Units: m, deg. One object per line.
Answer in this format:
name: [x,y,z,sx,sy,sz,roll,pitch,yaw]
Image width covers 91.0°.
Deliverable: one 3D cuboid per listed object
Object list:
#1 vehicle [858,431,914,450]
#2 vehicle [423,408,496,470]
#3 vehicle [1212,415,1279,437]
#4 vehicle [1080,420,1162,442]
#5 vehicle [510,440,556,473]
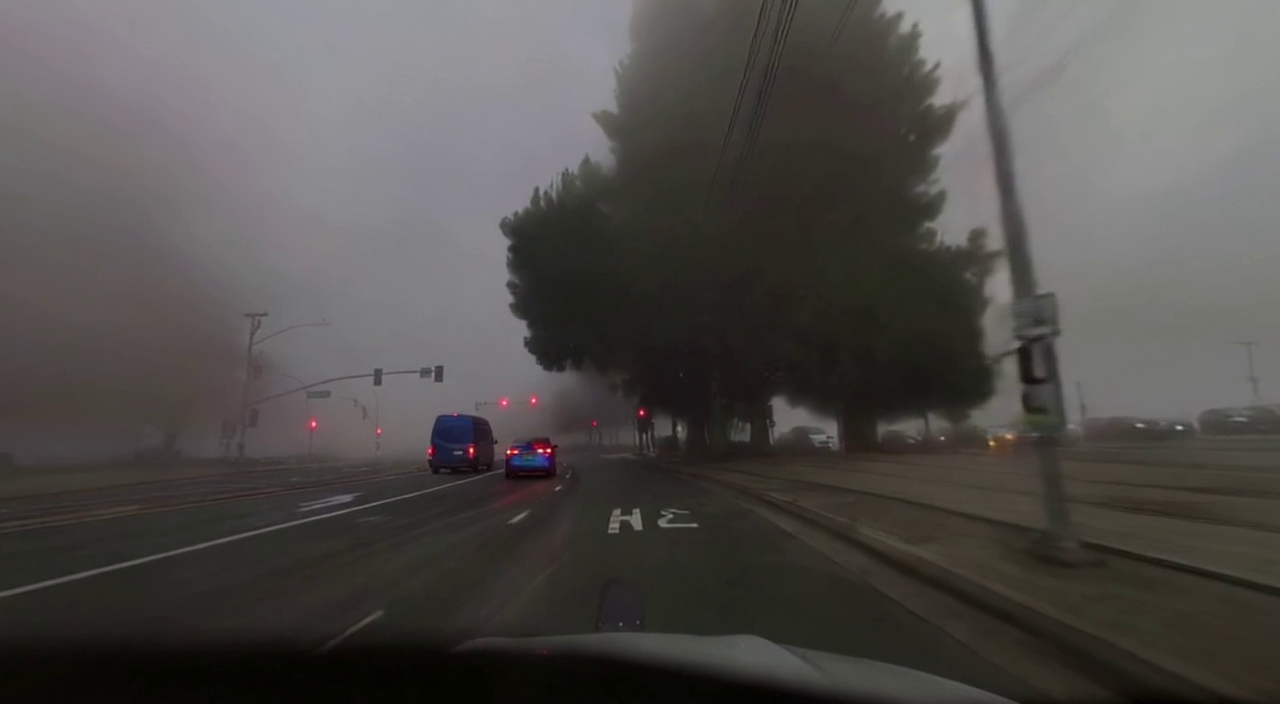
vehicle: [19.391,6.993,49.628,3.718,1.480,1.981,4,-9,-21]
vehicle: [-9.397,4.670,33.504,2.461,2.889,6.776,1,-9,-6]
vehicle: [46.704,5.666,47.766,4.373,1.593,1.908,-2,-9,15]
vehicle: [38.107,6.283,49.994,4.643,1.620,1.938,-2,-9,13]
vehicle: [-5.336,5.265,31.906,2.019,1.485,4.565,1,-9,-7]
